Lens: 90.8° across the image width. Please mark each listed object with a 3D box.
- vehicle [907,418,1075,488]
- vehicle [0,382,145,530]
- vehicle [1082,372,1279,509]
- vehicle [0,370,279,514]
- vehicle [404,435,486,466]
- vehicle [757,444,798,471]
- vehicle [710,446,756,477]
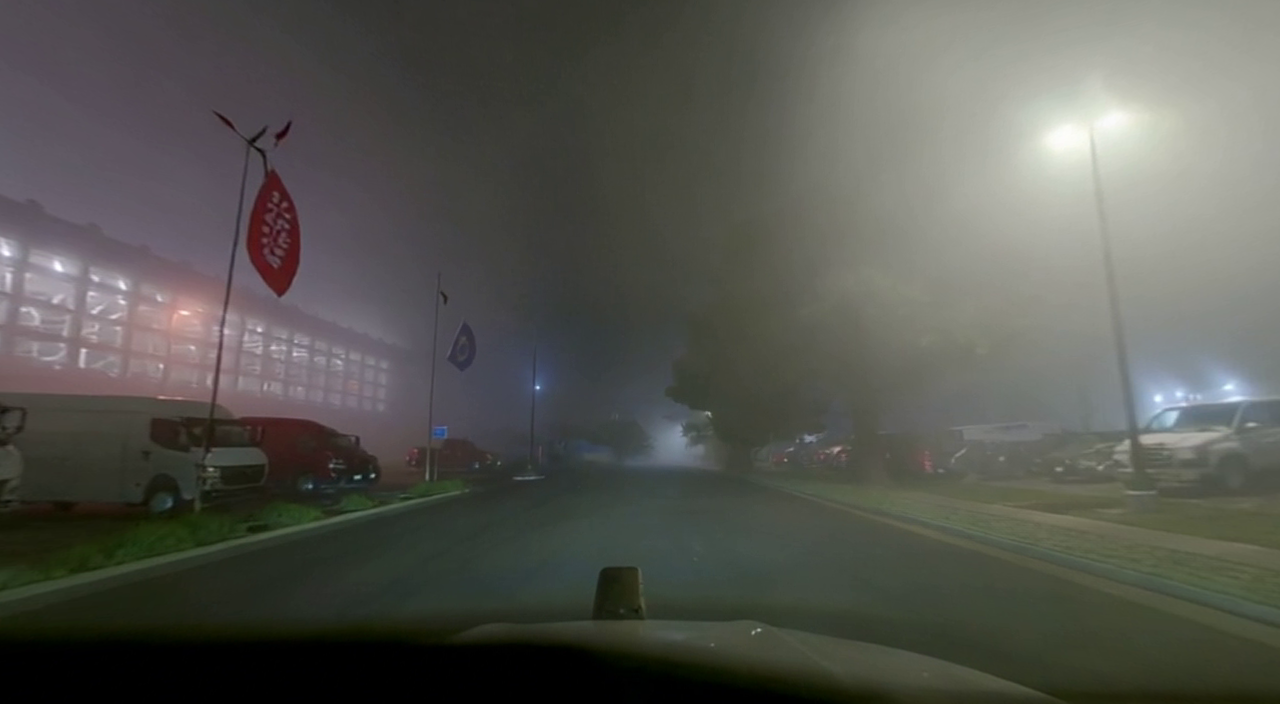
[{"bbox_3d":[10.852,3.219,19.459,5.138,1.778,2.034,8,-15,-30],"label":"vehicle"},{"bbox_3d":[-11.783,1.779,10.995,4.458,2.299,2.092,0,-9,1],"label":"vehicle"},{"bbox_3d":[11.844,1.805,12.789,6.017,2.202,2.328,5,-10,-31],"label":"vehicle"},{"bbox_3d":[-11.136,1.930,13.629,5.254,2.811,2.188,0,-9,1],"label":"vehicle"},{"bbox_3d":[-13.158,6.617,42.485,5.672,1.963,2.189,-6,-11,34],"label":"vehicle"},{"bbox_3d":[9.610,7.282,43.830,2.021,1.753,4.342,-3,-9,21],"label":"vehicle"},{"bbox_3d":[5.285,6.266,36.455,2.026,1.659,4.314,0,-9,0],"label":"vehicle"}]
